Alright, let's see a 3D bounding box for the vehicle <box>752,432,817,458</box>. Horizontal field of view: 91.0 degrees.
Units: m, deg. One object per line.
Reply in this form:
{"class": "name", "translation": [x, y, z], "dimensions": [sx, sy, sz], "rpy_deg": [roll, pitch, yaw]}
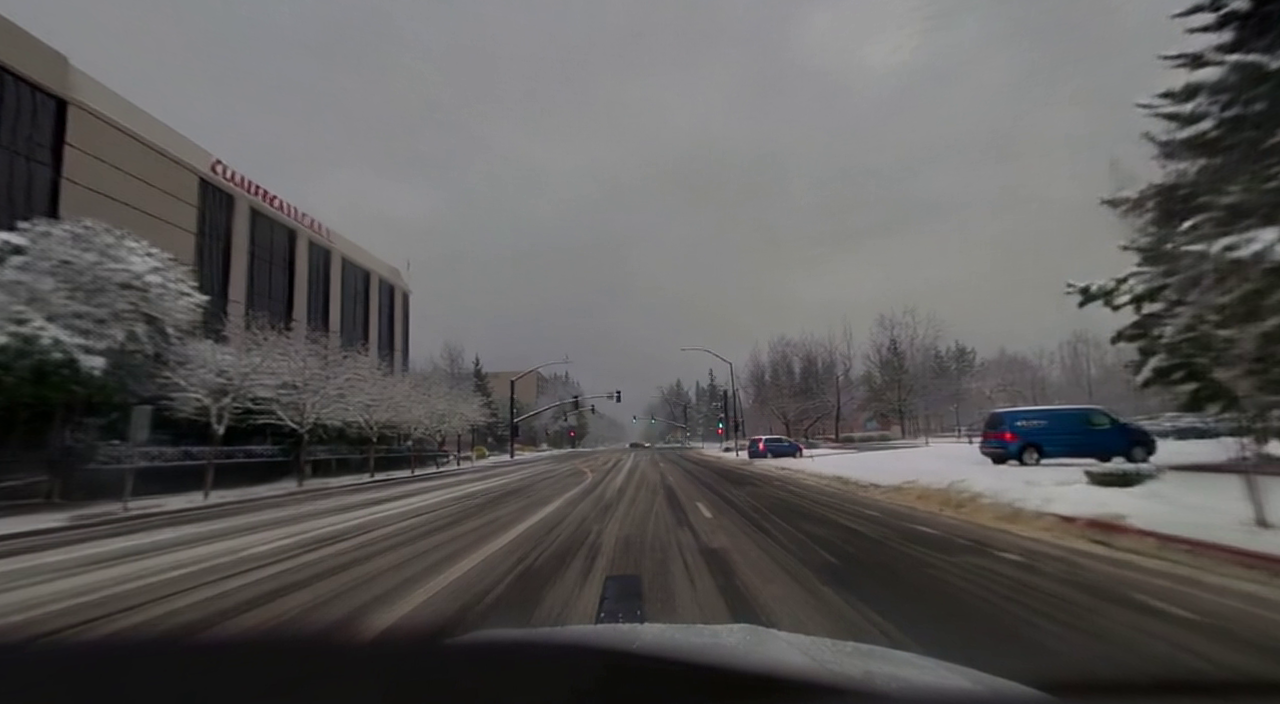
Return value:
{"class": "vehicle", "translation": [10.950, 7.022, 47.531], "dimensions": [4.635, 1.821, 2.087], "rpy_deg": [6, -10, -33]}

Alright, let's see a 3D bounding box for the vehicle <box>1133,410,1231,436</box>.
{"class": "vehicle", "translation": [36.156, 4.787, 42.097], "dimensions": [1.947, 1.592, 4.418], "rpy_deg": [4, -9, -24]}

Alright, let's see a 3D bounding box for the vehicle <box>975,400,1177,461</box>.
{"class": "vehicle", "translation": [15.812, 2.915, 23.134], "dimensions": [5.546, 2.117, 2.443], "rpy_deg": [0, -8, 0]}
